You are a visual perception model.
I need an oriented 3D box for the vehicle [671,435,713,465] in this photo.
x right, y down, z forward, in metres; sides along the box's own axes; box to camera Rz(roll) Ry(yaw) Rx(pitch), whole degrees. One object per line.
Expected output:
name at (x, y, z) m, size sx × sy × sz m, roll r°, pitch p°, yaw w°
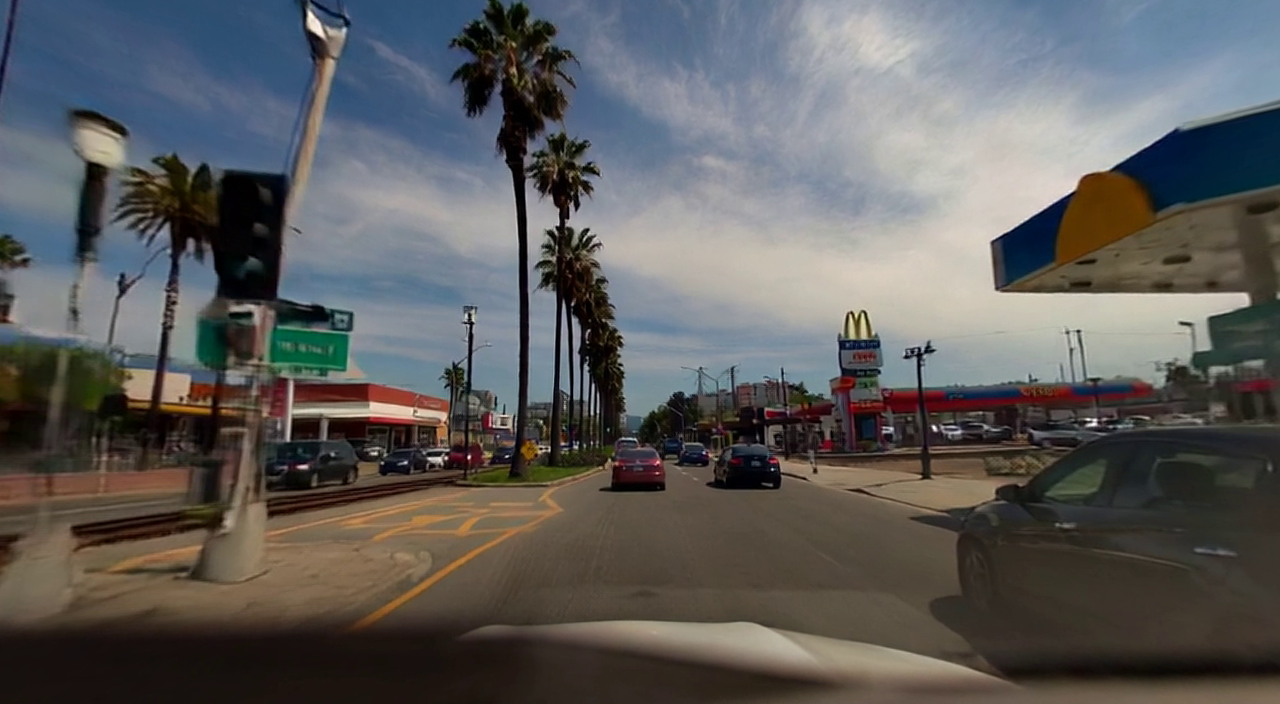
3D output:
vehicle at (3.331, 6.427, 41.531) m, size 2.299 × 1.803 × 5.434 m, roll 0°, pitch -8°, yaw 0°

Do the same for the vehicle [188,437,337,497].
vehicle at (-12.155, 3.713, 20.793) m, size 2.006 × 1.737 × 4.537 m, roll 0°, pitch -9°, yaw 1°

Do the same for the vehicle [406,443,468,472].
vehicle at (-11.394, 5.951, 35.724) m, size 1.908 × 1.506 × 4.397 m, roll 0°, pitch -9°, yaw 2°

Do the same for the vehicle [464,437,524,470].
vehicle at (-8.130, 5.698, 35.643) m, size 1.980 × 1.719 × 4.963 m, roll -1°, pitch -9°, yaw 3°

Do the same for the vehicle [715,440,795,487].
vehicle at (3.818, 3.779, 21.751) m, size 1.889 × 1.448 × 4.262 m, roll 0°, pitch -9°, yaw -1°

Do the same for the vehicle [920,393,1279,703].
vehicle at (3.491, 1.048, 3.433) m, size 1.987 × 1.474 × 4.198 m, roll 0°, pitch -9°, yaw 0°

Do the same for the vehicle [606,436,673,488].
vehicle at (-0.048, 3.630, 21.145) m, size 2.021 × 1.550 × 4.090 m, roll 0°, pitch -9°, yaw -1°
